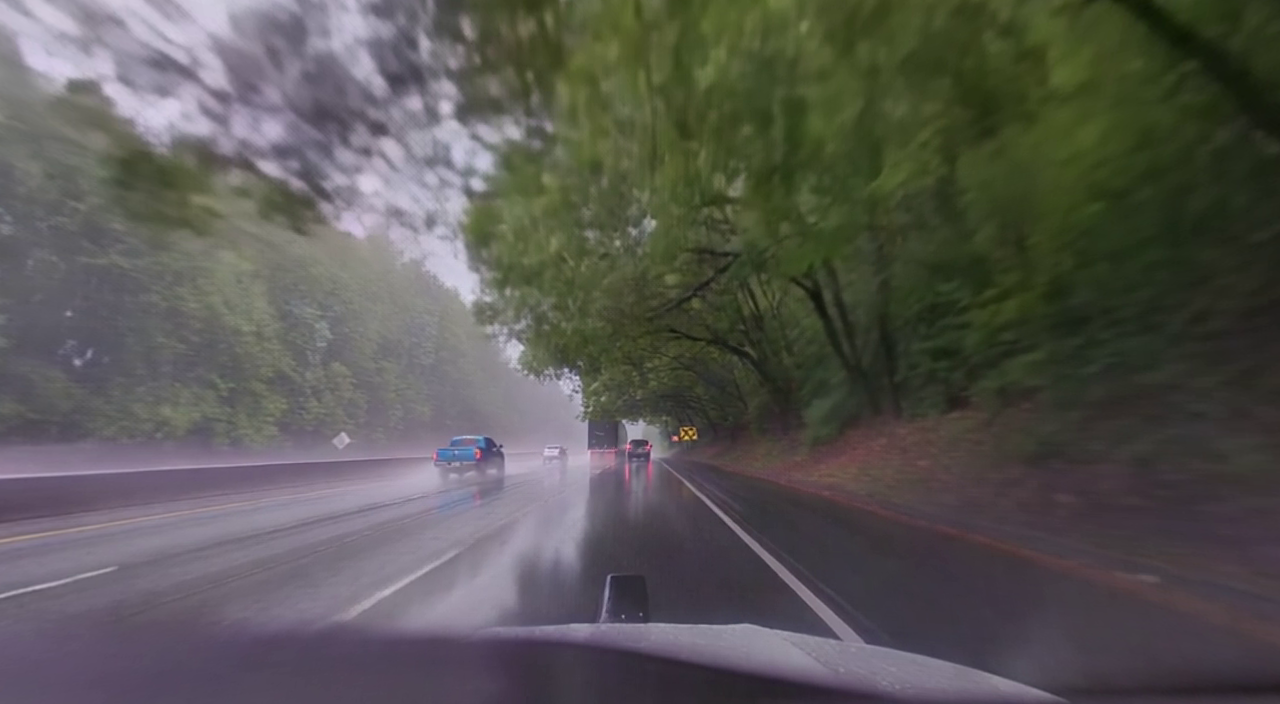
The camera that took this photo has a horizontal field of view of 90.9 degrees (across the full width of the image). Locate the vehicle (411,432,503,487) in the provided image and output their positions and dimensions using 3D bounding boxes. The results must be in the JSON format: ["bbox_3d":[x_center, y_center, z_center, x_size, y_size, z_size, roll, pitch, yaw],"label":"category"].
[{"bbox_3d":[-6.830,4.047,24.169,2.149,1.884,4.627,0,-8,-1],"label":"vehicle"}]

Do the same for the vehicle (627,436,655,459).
[{"bbox_3d":[0.075,7.403,48.997,2.072,1.630,4.529,0,-8,0],"label":"vehicle"}]
